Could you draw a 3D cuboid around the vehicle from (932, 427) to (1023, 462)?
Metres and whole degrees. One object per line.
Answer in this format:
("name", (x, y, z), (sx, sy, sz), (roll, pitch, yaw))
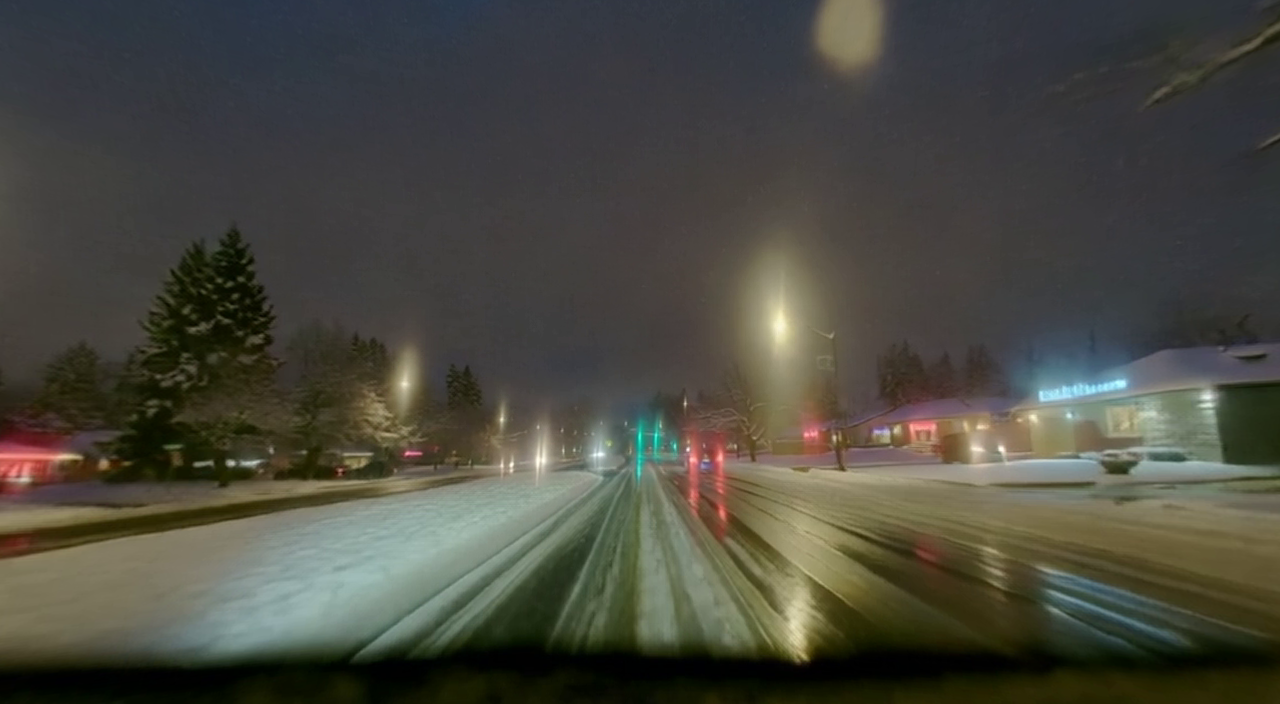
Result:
("vehicle", (19.970, 5.523, 37.823), (2.247, 1.917, 5.791), (0, -8, 0))

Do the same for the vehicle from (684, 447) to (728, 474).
("vehicle", (3.599, 5.976, 34.975), (1.929, 1.411, 4.284), (0, -9, -1))
